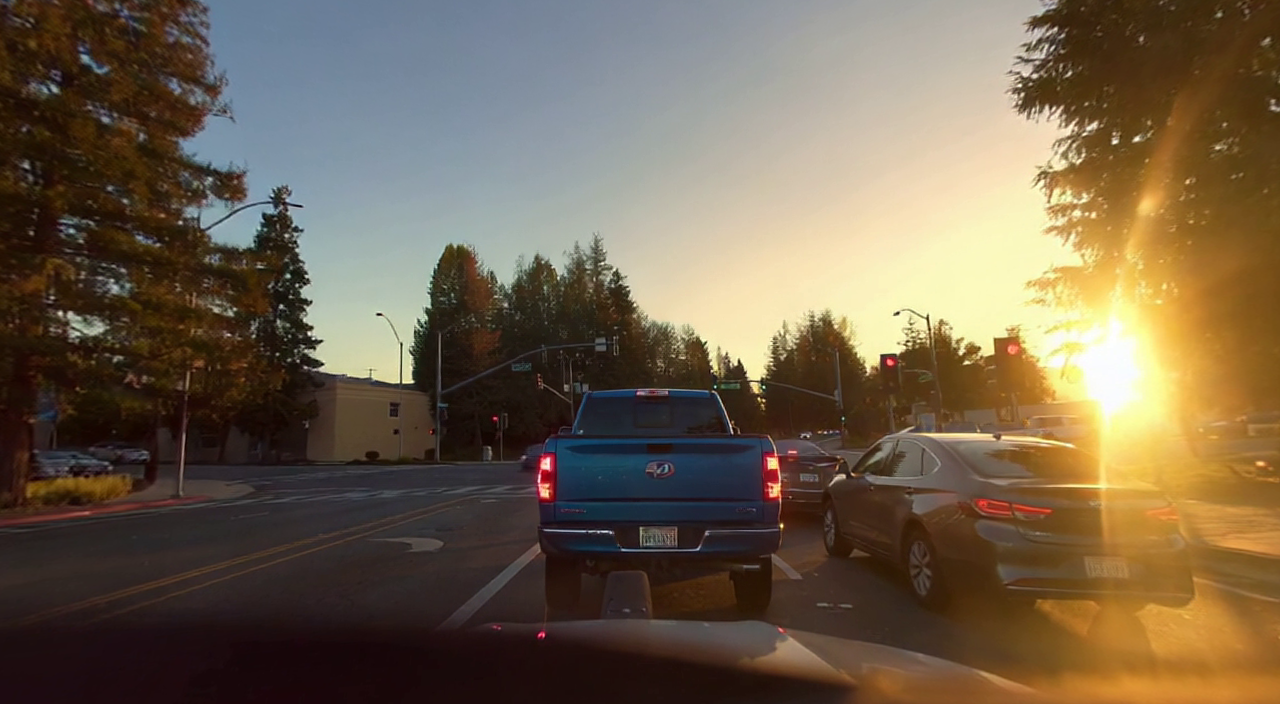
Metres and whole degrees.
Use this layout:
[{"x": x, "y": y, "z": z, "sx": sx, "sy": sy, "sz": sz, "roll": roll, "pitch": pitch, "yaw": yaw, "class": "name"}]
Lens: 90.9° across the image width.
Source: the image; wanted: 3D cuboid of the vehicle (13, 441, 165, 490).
[{"x": -21.748, "y": 4.458, "z": 25.193, "sx": 2.062, "sy": 1.764, "sz": 4.508, "roll": 0, "pitch": -8, "yaw": -2, "class": "vehicle"}]

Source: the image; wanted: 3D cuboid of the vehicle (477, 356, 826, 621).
[{"x": 0.109, "y": 1.426, "z": 7.582, "sx": 2.636, "sy": 2.011, "sz": 5.425, "roll": 0, "pitch": -8, "yaw": 1, "class": "vehicle"}]

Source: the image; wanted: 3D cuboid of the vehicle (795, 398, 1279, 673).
[{"x": 3.333, "y": 1.498, "z": 6.496, "sx": 2.155, "sy": 1.667, "sz": 5.162, "roll": 0, "pitch": -8, "yaw": 0, "class": "vehicle"}]
